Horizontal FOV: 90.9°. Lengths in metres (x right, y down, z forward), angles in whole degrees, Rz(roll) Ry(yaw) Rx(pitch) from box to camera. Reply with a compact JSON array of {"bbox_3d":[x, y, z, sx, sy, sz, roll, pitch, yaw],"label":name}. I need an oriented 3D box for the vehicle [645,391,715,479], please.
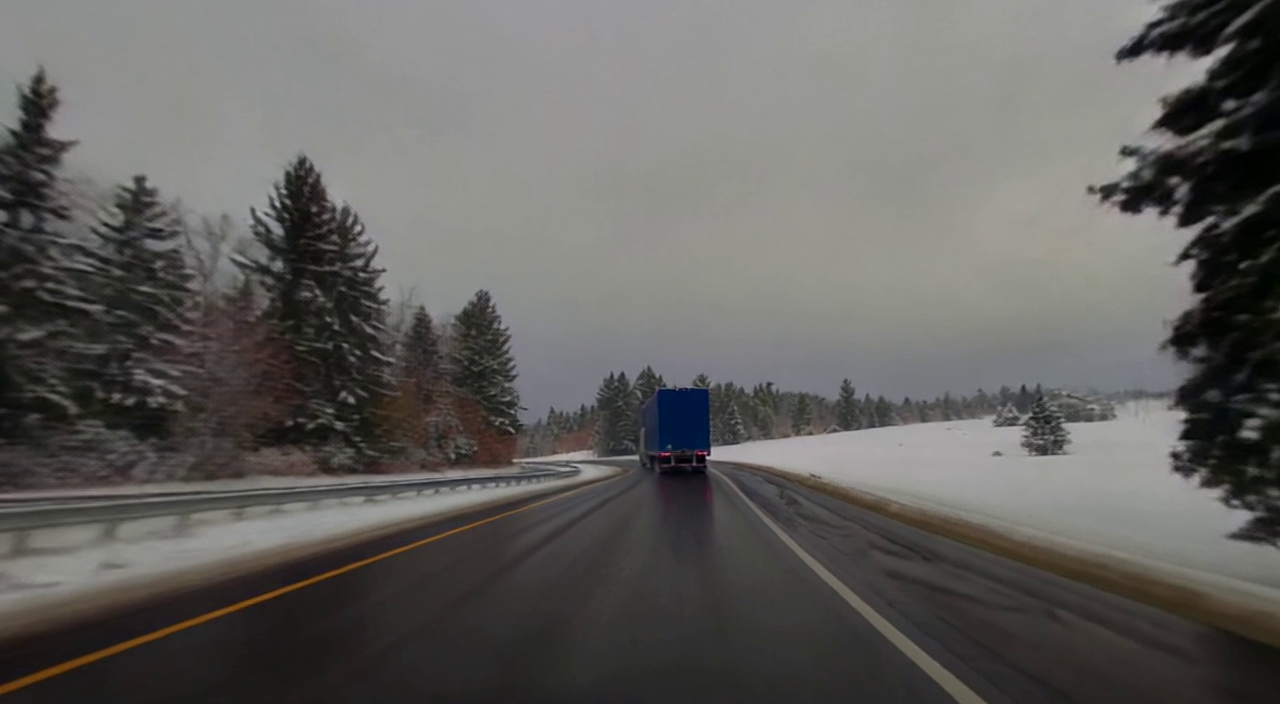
[{"bbox_3d":[1.968,4.960,36.965,3.087,4.178,13.682,0,-8,0],"label":"vehicle"}]
